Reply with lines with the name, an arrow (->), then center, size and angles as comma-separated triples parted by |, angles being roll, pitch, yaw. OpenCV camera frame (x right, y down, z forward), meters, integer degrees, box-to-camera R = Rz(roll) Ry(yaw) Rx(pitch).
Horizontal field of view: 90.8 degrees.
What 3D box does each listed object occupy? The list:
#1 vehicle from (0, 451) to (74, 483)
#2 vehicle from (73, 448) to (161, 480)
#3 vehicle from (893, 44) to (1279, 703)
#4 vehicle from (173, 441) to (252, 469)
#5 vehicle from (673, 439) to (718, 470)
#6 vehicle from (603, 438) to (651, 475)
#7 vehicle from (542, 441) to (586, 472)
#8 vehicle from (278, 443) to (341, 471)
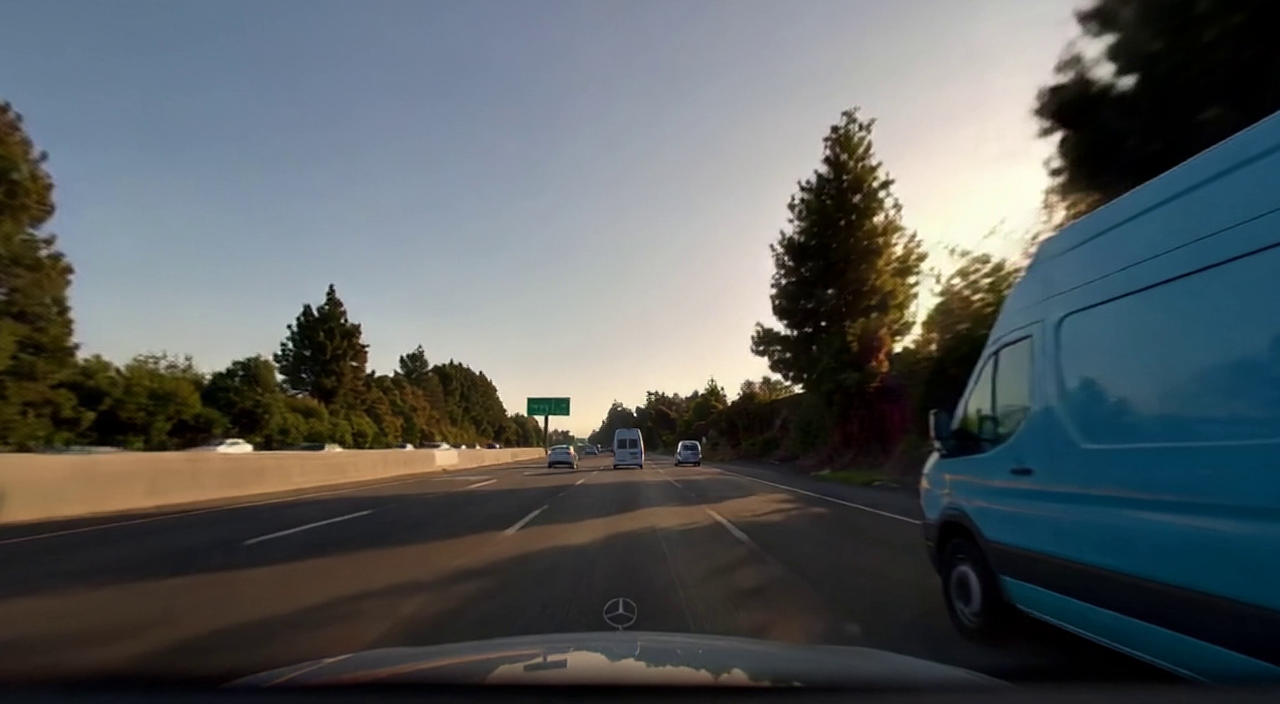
vehicle -> -29.013, 5.401, 29.863 | 1.463, 1.405, 3.249 | 0, -9, -1
vehicle -> -25.017, 5.325, 30.350 | 1.448, 1.423, 3.208 | 0, -9, 0
vehicle -> 3.558, 0.255, 1.999 | 2.631, 2.709, 6.496 | 0, -9, -1
vehicle -> -29.501, 7.134, 43.801 | 2.111, 1.796, 4.935 | 0, -9, -2
vehicle -> 3.303, 6.173, 38.305 | 2.160, 1.759, 4.214 | 0, -9, -2
vehicle -> -0.651, 5.379, 32.762 | 2.297, 1.783, 4.355 | 0, -9, -1
vehicle -> -4.328, 6.016, 36.569 | 2.023, 1.709, 4.263 | 0, -9, 0
vehicle -> -17.821, 5.652, 34.210 | 1.614, 1.437, 3.291 | 0, -9, -1
